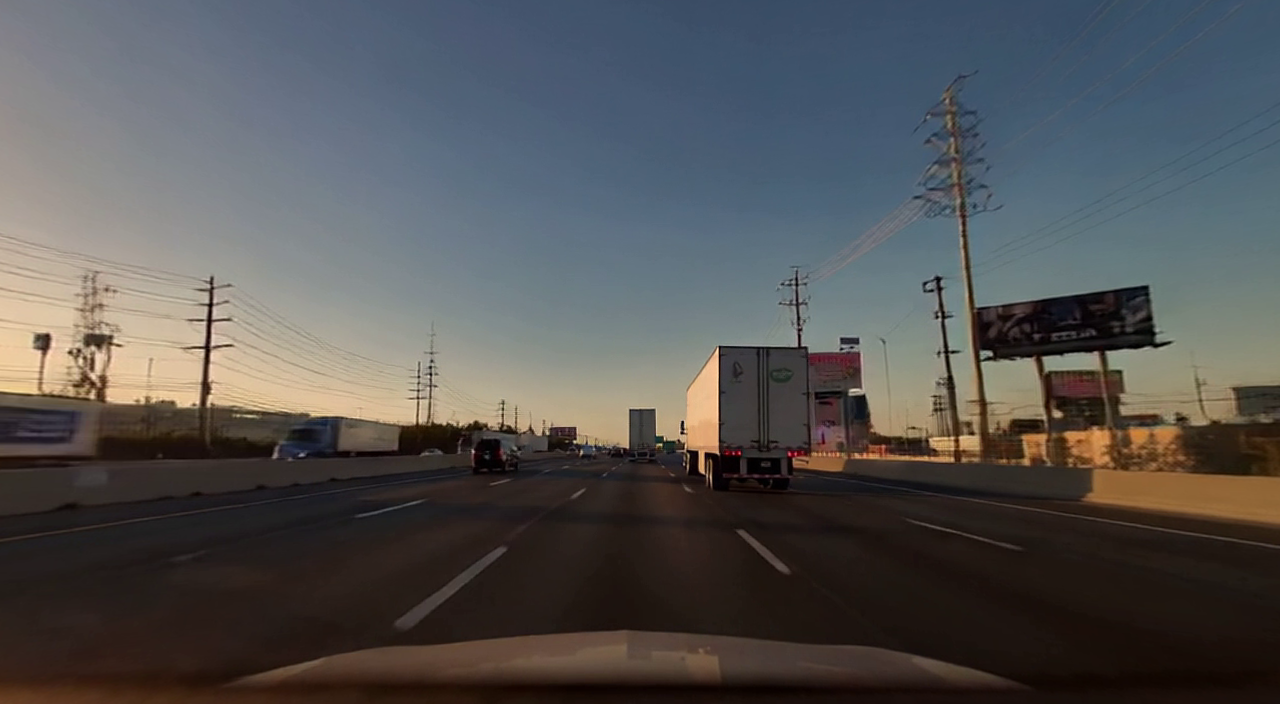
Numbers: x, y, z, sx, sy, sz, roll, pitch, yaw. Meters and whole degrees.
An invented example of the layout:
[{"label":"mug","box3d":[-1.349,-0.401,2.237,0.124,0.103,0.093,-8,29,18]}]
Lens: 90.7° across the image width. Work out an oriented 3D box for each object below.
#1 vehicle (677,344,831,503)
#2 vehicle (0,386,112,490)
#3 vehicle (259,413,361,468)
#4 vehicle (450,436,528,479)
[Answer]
[{"label":"vehicle","box3d":[3.451,3.080,24.828,2.892,4.152,16.575,0,-9,0]},{"label":"vehicle","box3d":[-28.608,3.137,23.357,2.823,4.374,17.794,0,-9,0]},{"label":"vehicle","box3d":[-24.486,6.717,47.662,2.894,3.754,8.528,0,-9,1]},{"label":"vehicle","box3d":[-7.406,5.255,31.803,2.425,1.917,5.647,0,-9,1]}]
